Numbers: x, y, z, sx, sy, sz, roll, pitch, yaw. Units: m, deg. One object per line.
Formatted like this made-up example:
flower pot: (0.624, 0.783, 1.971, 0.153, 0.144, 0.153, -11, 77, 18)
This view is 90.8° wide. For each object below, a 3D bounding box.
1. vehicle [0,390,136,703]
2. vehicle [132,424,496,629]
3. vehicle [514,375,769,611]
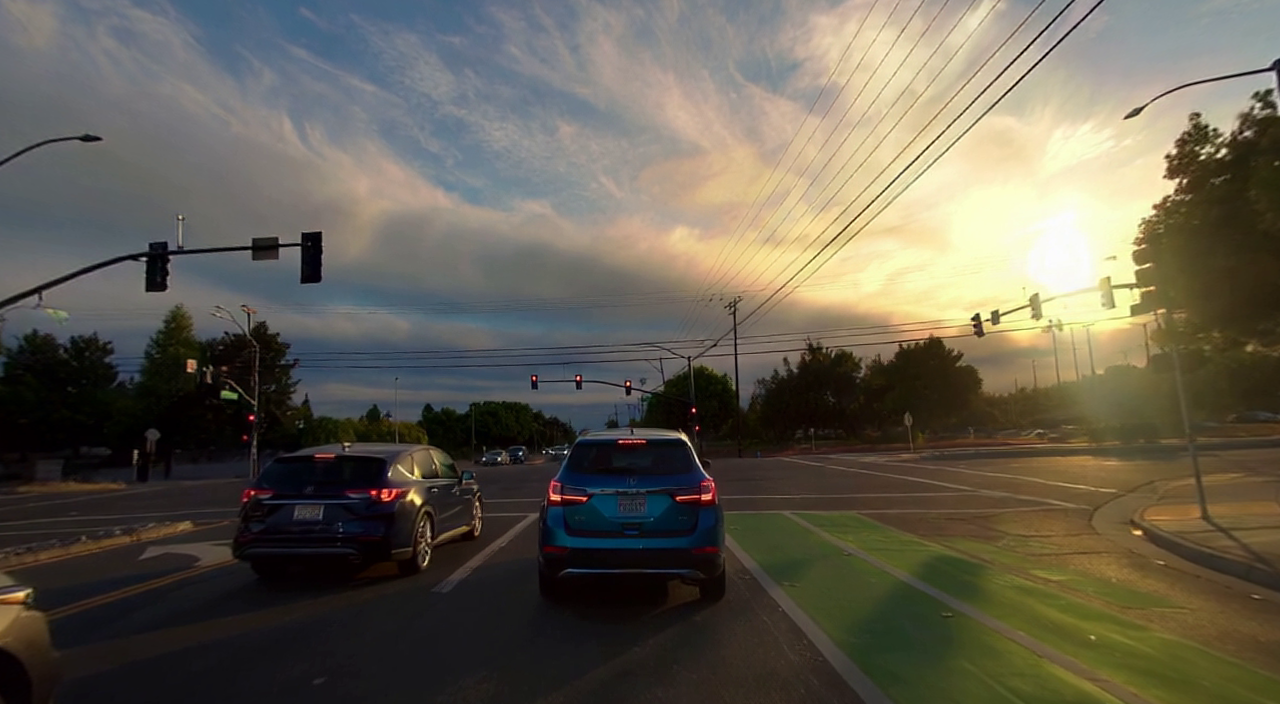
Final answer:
vehicle: (-3.468, 0.606, 0.286, 2.138, 1.488, 5.327, 0, -8, 0)
vehicle: (-2.903, 1.632, 6.740, 1.726, 1.506, 3.840, 0, -9, 1)
vehicle: (-0.021, 1.562, 7.751, 2.036, 1.885, 5.196, 0, -9, -1)
